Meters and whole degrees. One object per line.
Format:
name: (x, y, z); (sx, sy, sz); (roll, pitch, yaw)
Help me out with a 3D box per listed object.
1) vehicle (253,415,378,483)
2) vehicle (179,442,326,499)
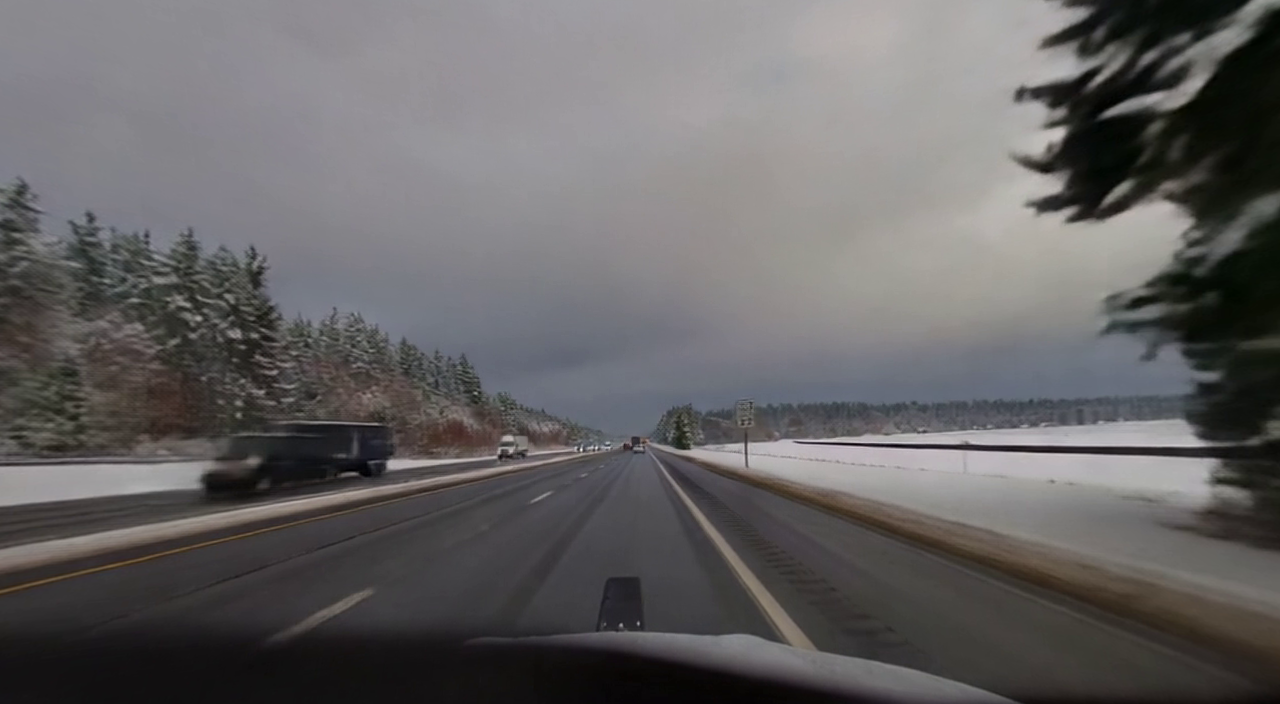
vehicle: (-16.594, 5.083, 33.010); (2.573, 3.131, 7.517); (0, -9, -1)
vehicle: (-12.242, 3.744, 20.346); (1.903, 1.592, 4.451); (0, -9, 0)
